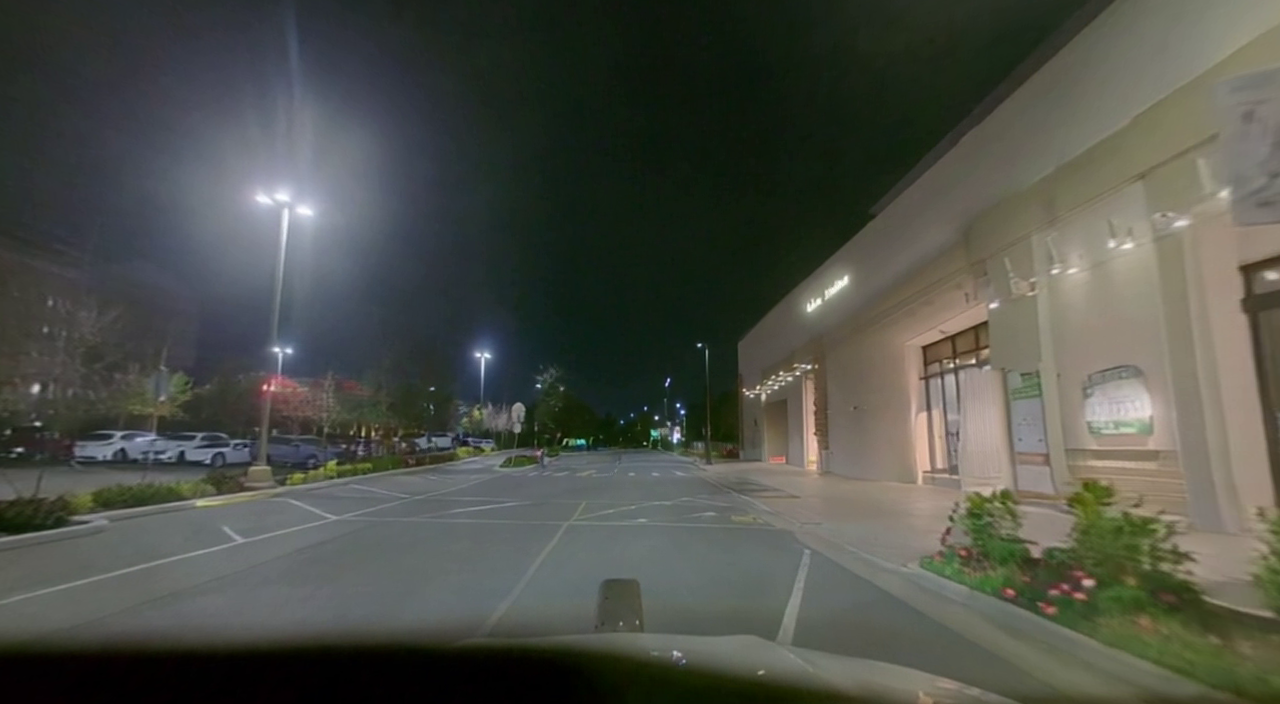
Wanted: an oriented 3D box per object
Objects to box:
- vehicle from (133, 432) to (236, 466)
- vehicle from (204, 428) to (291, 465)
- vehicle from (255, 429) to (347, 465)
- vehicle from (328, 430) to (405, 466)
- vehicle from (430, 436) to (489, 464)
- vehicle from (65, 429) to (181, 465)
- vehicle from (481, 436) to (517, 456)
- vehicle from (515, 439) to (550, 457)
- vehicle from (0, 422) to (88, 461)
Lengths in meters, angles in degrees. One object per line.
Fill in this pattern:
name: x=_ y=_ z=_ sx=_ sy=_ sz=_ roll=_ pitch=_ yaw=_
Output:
vehicle: x=-21.532 y=4.600 z=30.075 sx=1.909 sy=1.474 sz=3.908 roll=0 pitch=-9 yaw=2
vehicle: x=-18.782 y=4.544 z=30.422 sx=1.902 sy=1.645 sz=3.903 roll=1 pitch=-8 yaw=-5
vehicle: x=-16.072 y=4.545 z=30.226 sx=1.928 sy=1.613 sz=4.197 roll=0 pitch=-9 yaw=2
vehicle: x=-13.133 y=4.648 z=30.633 sx=1.892 sy=1.597 sz=4.259 roll=0 pitch=-9 yaw=-2
vehicle: x=-10.397 y=5.664 z=36.798 sx=1.891 sy=1.464 sz=4.646 roll=2 pitch=-8 yaw=2
vehicle: x=-24.501 y=4.516 z=30.152 sx=1.773 sy=1.498 sz=4.085 roll=3 pitch=-8 yaw=5
vehicle: x=-10.784 y=7.214 z=48.469 sx=1.968 sy=1.473 sz=4.493 roll=1 pitch=-9 yaw=-3
vehicle: x=-8.350 y=7.474 z=49.407 sx=1.898 sy=1.335 sz=3.869 roll=0 pitch=-9 yaw=2
vehicle: x=-29.535 y=4.333 z=30.375 sx=1.842 sy=1.713 sz=4.411 roll=0 pitch=-9 yaw=2
